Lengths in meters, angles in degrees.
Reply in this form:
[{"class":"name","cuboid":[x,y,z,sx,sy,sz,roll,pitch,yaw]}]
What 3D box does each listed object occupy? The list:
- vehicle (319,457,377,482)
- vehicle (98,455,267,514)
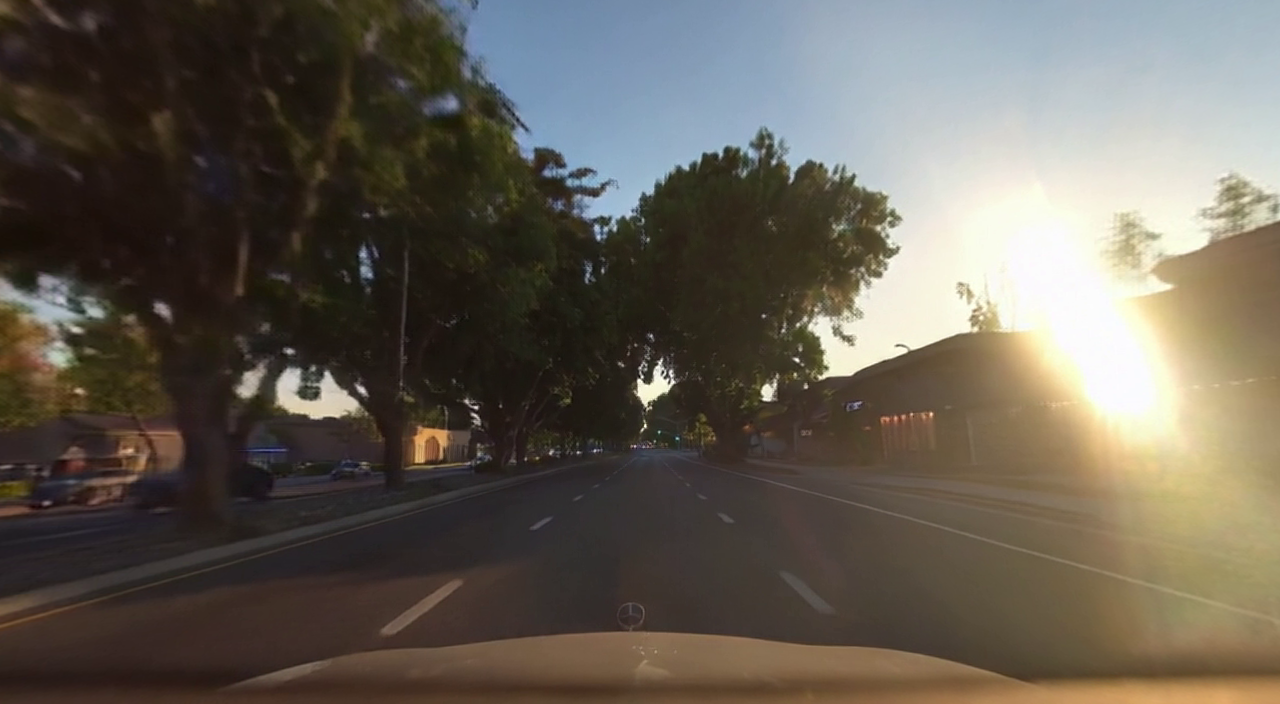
[{"class":"vehicle","cuboid":[-21.430,8.631,46.493,1.881,1.537,4.611,-3,-9,3]},{"class":"vehicle","cuboid":[-14.510,4.189,20.412,1.975,1.499,4.658,-3,-8,0]}]
